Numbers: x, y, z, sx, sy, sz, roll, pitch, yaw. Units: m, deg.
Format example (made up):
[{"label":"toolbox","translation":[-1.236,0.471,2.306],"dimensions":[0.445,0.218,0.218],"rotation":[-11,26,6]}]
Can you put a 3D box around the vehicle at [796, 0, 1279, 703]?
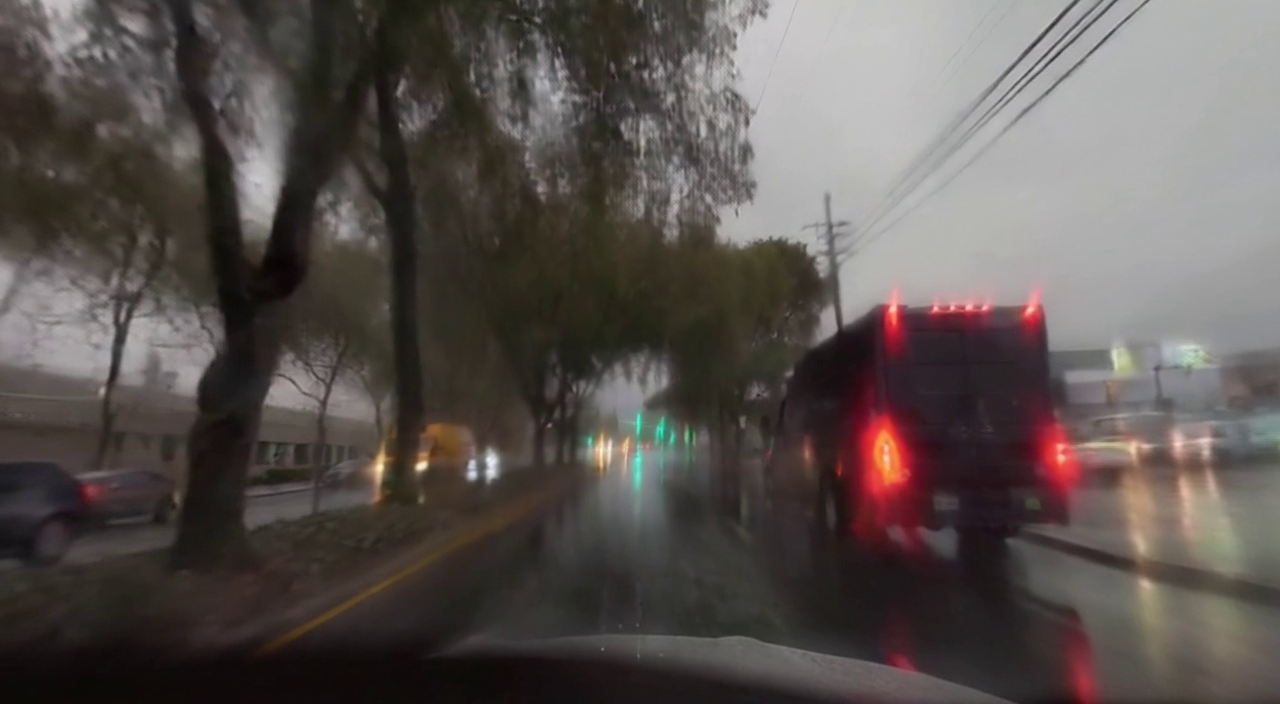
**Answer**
[{"label":"vehicle","translation":[3.945,0.304,4.840],"dimensions":[2.731,3.407,10.262],"rotation":[0,-9,-1]}]

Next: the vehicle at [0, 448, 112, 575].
[{"label":"vehicle","translation":[-9.975,2.158,8.315],"dimensions":[2.089,1.754,4.573],"rotation":[0,-9,-1]}]

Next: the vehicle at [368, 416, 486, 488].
[{"label":"vehicle","translation":[-10.427,5.060,32.254],"dimensions":[3.257,3.085,9.164],"rotation":[0,-9,-3]}]
